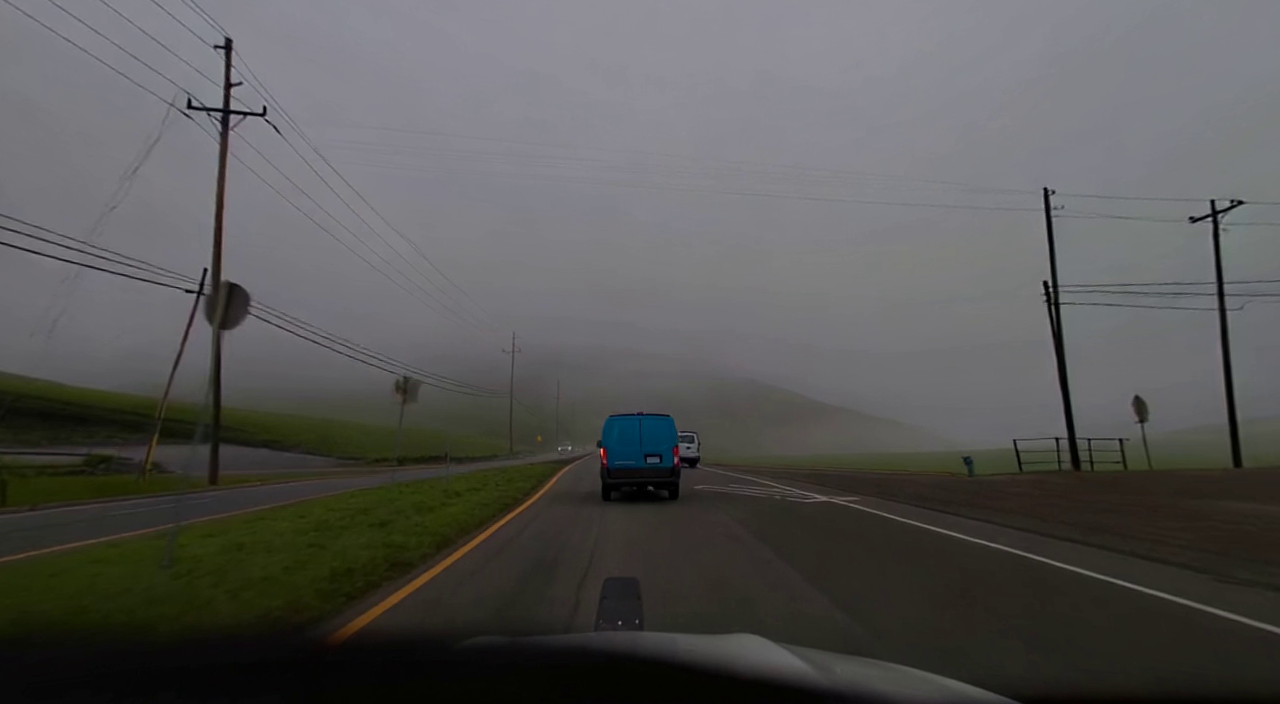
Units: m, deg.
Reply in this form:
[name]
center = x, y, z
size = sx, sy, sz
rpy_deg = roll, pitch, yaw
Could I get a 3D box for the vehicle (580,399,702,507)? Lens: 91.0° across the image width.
[vehicle]
center = -0.060, 2.368, 15.006
size = 2.454, 2.144, 4.535
rpy_deg = 0, -8, -2
